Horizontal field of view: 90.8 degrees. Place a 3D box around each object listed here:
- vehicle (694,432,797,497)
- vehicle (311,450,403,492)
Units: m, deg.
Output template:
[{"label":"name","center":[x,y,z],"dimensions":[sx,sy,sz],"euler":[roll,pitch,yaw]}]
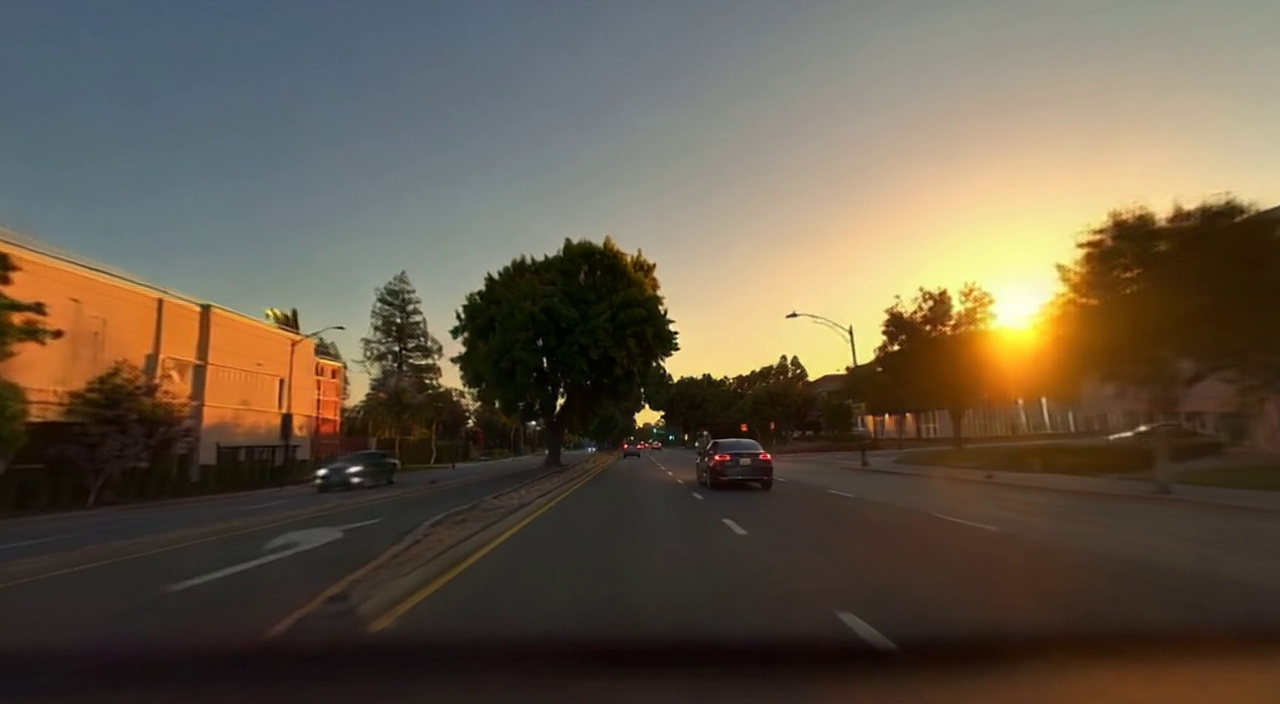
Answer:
[{"label":"vehicle","center":[2.830,3.165,18.181],"dimensions":[1.995,1.616,4.729],"euler":[0,-8,-2]},{"label":"vehicle","center":[-12.239,5.144,27.697],"dimensions":[1.943,1.672,4.368],"euler":[0,-8,1]}]
